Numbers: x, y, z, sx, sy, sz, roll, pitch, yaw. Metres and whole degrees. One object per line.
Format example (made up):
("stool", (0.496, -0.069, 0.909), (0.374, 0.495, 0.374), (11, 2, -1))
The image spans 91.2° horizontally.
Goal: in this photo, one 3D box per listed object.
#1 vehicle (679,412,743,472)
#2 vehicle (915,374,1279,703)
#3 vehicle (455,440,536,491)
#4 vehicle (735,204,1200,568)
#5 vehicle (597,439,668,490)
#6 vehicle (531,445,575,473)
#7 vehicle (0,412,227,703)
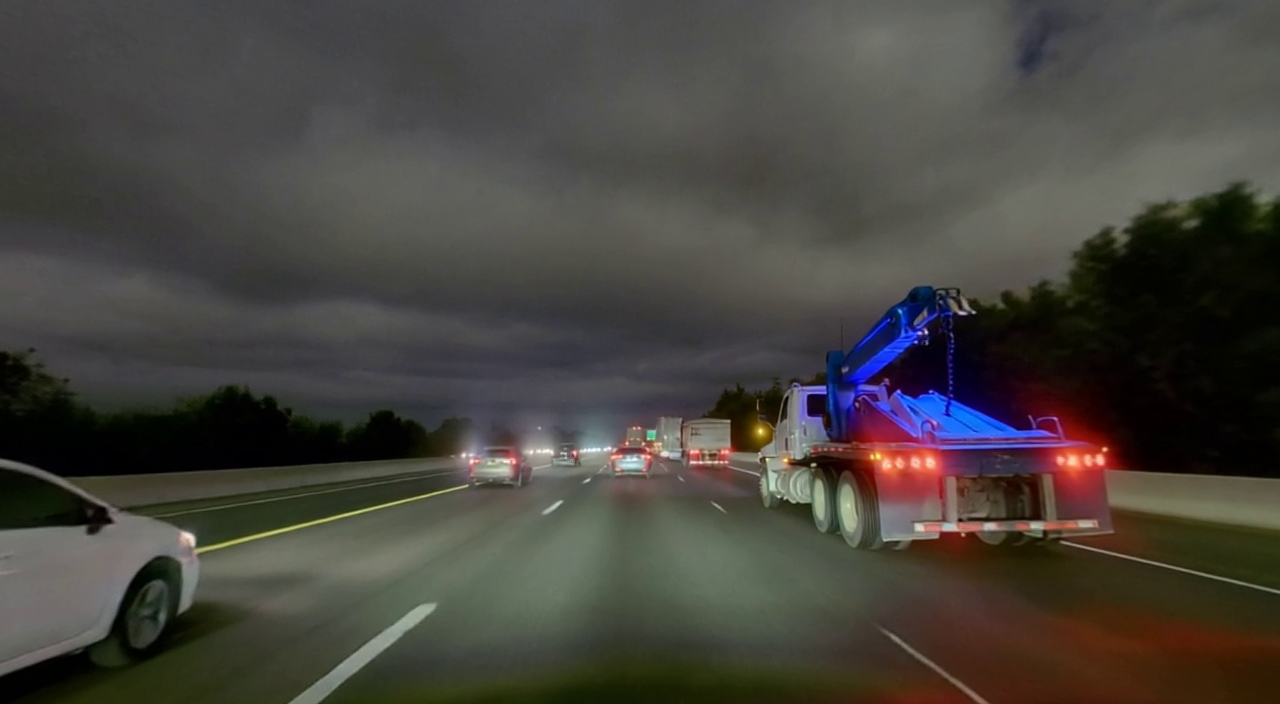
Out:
("vehicle", (3.636, 4.864, 33.670), (2.416, 2.829, 7.016), (0, -9, -2))
("vehicle", (3.974, 0.973, 3.031), (2.599, 1.631, 5.693), (0, -9, -1))
("vehicle", (-4.782, 3.819, 21.329), (1.858, 1.527, 3.974), (0, -9, -1))
("vehicle", (3.790, 0.909, 10.404), (2.975, 3.618, 8.456), (0, -9, -1))
("vehicle", (-0.278, 3.718, 20.926), (2.150, 1.498, 3.988), (0, -9, -2))
("vehicle", (-5.002, 6.207, 36.602), (1.924, 1.481, 4.264), (0, -9, 0))
("vehicle", (-4.123, 0.953, 2.375), (1.880, 1.507, 4.757), (0, -9, 0))
